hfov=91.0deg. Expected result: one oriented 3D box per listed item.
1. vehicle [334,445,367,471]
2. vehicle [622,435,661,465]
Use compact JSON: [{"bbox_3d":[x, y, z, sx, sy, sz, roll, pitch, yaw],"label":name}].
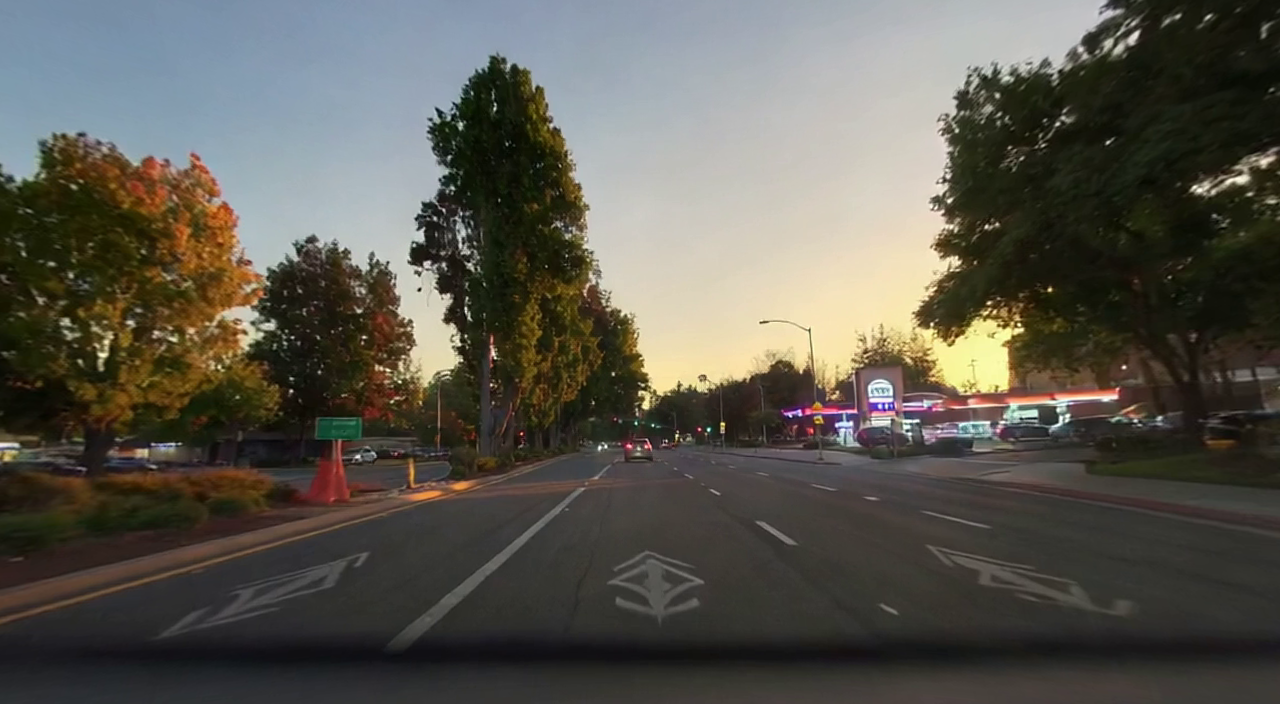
[{"bbox_3d":[-20.373,7.433,44.337,1.909,1.720,4.390,3,-9,-24],"label":"vehicle"},{"bbox_3d":[0.049,5.930,38.123,2.213,1.715,4.242,0,-8,-1],"label":"vehicle"}]
